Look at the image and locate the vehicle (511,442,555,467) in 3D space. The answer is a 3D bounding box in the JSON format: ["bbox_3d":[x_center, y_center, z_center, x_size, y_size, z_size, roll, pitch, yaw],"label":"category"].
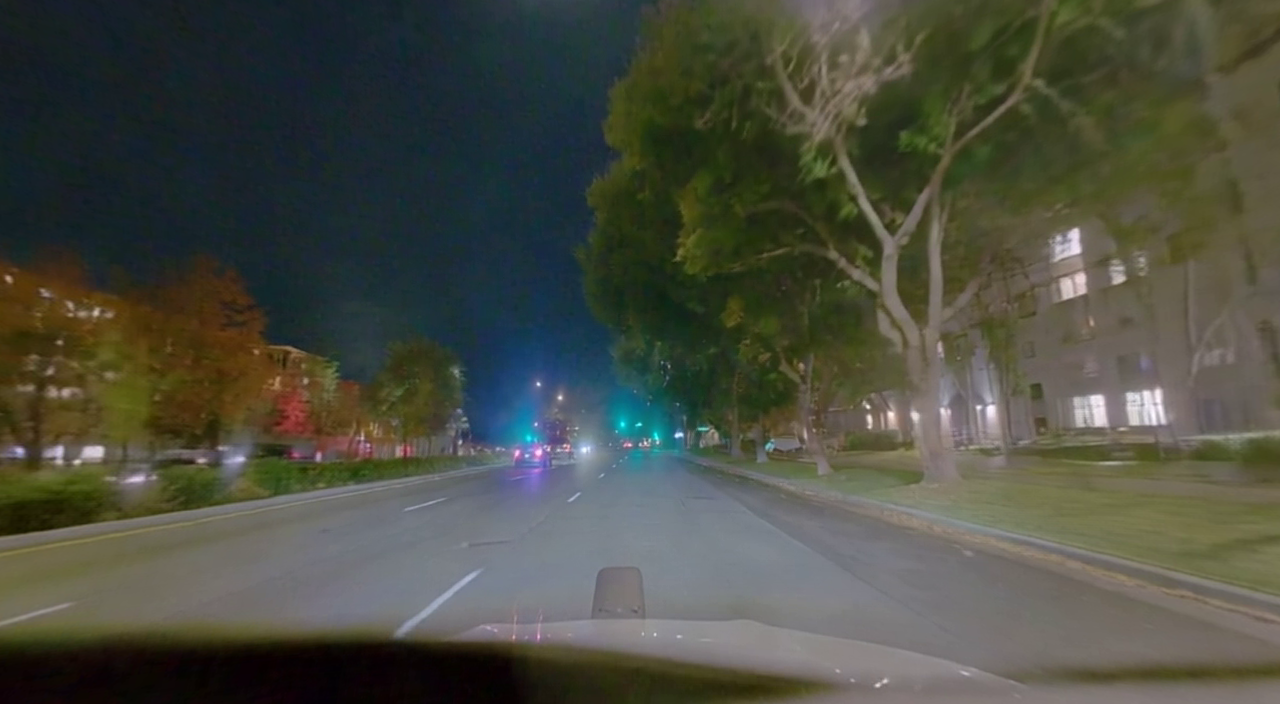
[{"bbox_3d":[-6.590,6.352,39.288,1.970,1.456,4.441,0,-9,0],"label":"vehicle"}]

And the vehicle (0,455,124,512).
[{"bbox_3d":[-17.927,3.797,18.620,1.794,1.449,4.384,0,-9,-1],"label":"vehicle"}]

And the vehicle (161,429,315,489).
[{"bbox_3d":[-15.024,4.032,24.140,2.326,2.030,5.373,0,-9,0],"label":"vehicle"}]
